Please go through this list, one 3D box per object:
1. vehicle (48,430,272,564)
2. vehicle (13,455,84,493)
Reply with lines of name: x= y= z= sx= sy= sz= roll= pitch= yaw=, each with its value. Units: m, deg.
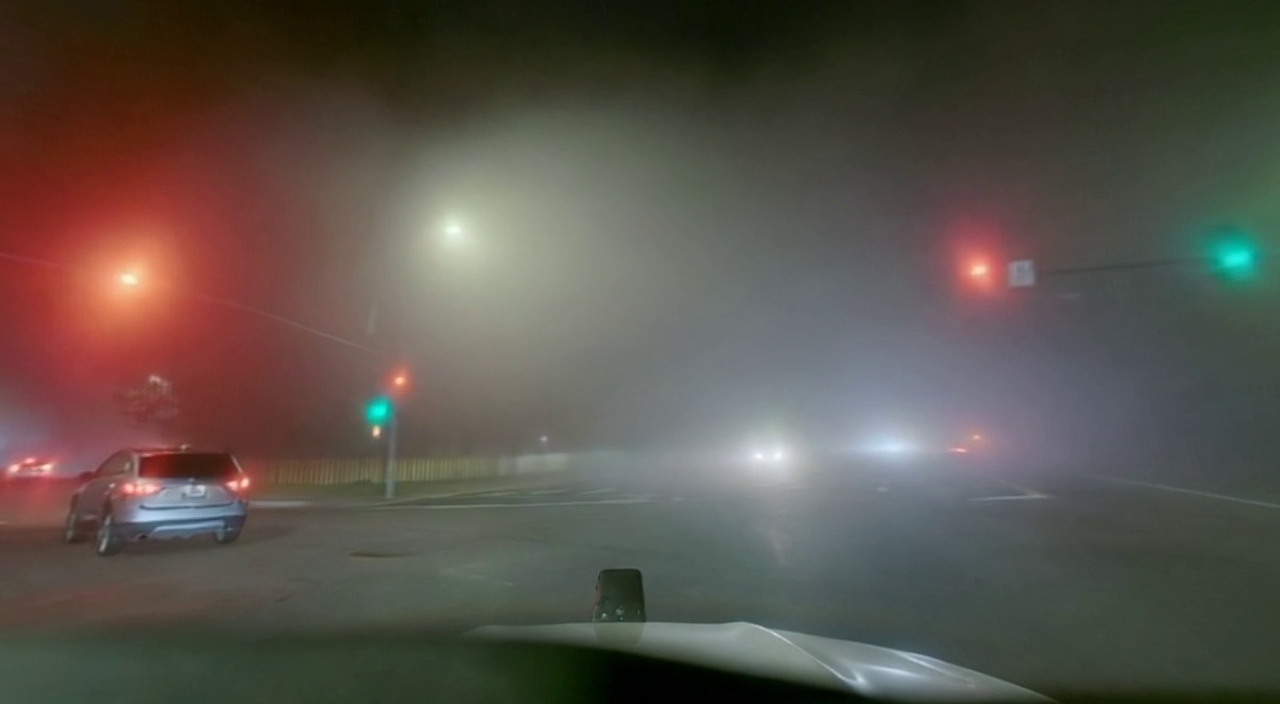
vehicle: x=-8.598 y=2.374 z=11.169 sx=4.580 sy=1.827 sz=2.230 roll=-8 pitch=-12 yaw=43
vehicle: x=-26.693 y=5.428 z=28.443 sx=4.655 sy=1.476 sz=1.929 roll=-8 pitch=-13 yaw=44
